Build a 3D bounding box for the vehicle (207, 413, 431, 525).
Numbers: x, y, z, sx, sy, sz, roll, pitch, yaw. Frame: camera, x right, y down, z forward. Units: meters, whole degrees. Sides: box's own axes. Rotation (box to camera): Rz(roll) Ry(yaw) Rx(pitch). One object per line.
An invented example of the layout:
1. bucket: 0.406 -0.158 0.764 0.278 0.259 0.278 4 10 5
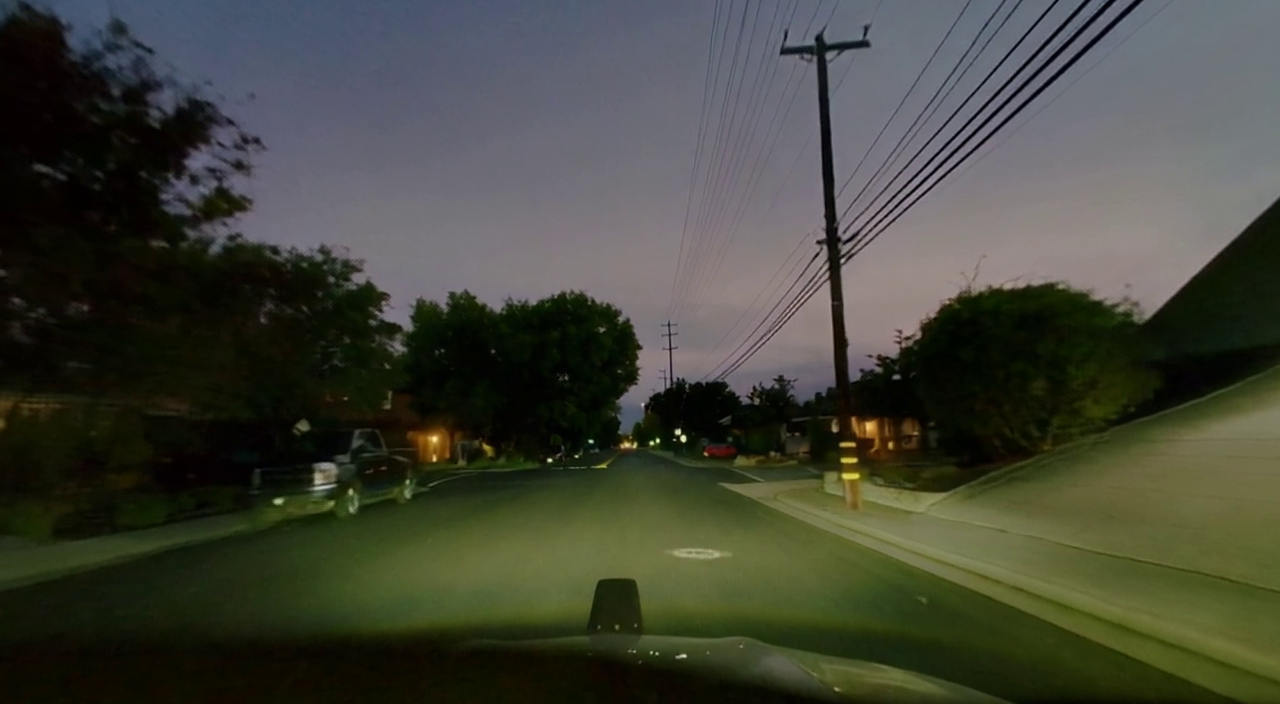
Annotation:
1. vehicle: -7.446 2.851 15.788 2.739 2.164 6.065 -1 -9 -4
